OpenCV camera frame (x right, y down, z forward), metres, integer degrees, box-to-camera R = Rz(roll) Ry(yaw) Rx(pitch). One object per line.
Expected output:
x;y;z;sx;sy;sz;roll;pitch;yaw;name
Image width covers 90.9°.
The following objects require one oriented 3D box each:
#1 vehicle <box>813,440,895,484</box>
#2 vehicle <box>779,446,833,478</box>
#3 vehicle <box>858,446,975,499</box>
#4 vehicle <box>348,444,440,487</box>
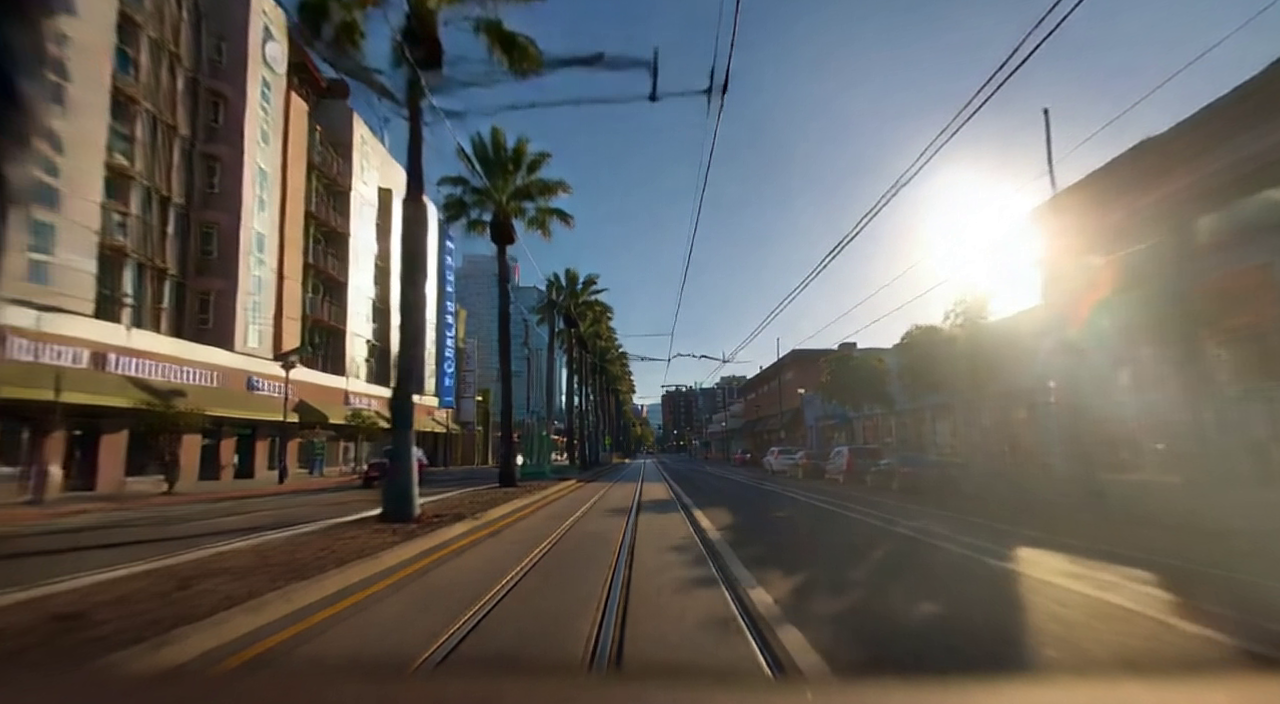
8.678;4.483;25.975;1.867;1.627;4.357;0;-8;0;vehicle
8.401;5.597;32.250;1.715;1.500;3.910;0;-8;0;vehicle
8.631;3.752;20.150;1.733;1.468;4.326;0;-8;0;vehicle
-10.610;4.893;27.584;2.042;1.716;4.634;0;-8;2;vehicle
